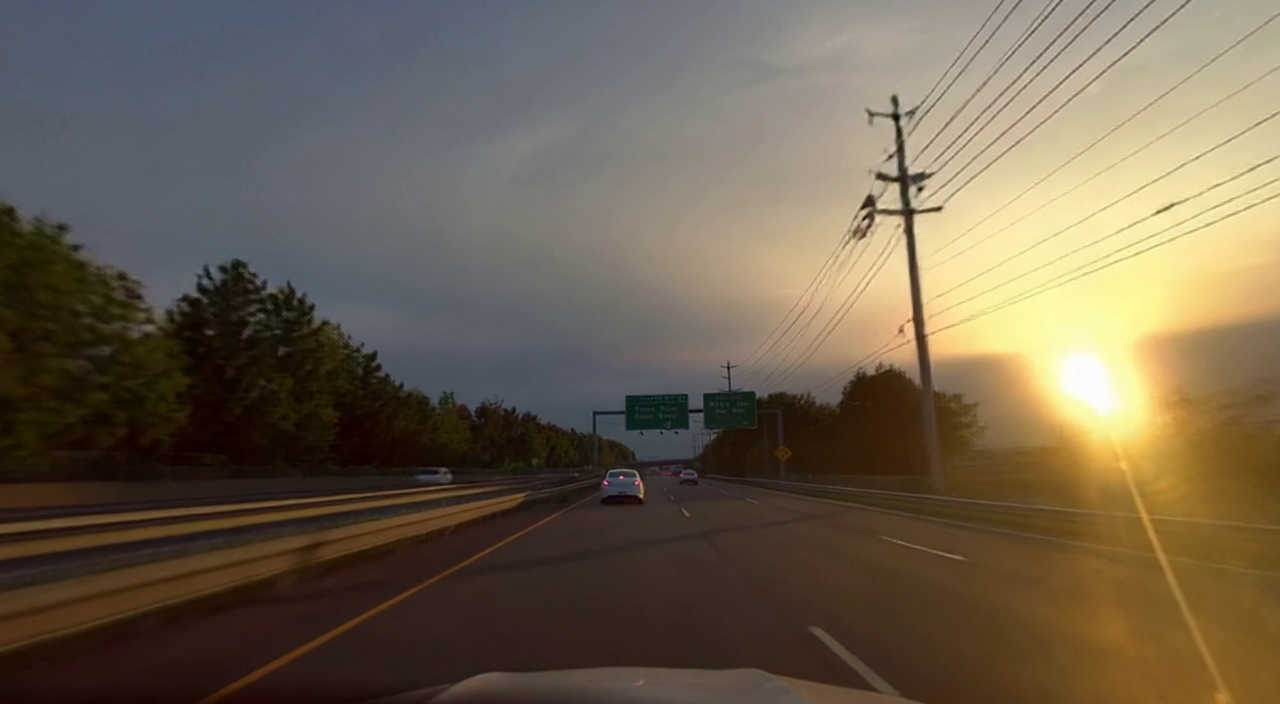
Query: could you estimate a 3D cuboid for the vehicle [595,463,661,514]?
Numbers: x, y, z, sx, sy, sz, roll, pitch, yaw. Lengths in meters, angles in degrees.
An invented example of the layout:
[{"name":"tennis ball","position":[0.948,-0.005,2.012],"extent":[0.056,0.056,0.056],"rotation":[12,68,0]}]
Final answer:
[{"name":"vehicle","position":[-0.364,4.471,20.959],"extent":[1.987,1.480,3.786],"rotation":[1,-10,0]}]
